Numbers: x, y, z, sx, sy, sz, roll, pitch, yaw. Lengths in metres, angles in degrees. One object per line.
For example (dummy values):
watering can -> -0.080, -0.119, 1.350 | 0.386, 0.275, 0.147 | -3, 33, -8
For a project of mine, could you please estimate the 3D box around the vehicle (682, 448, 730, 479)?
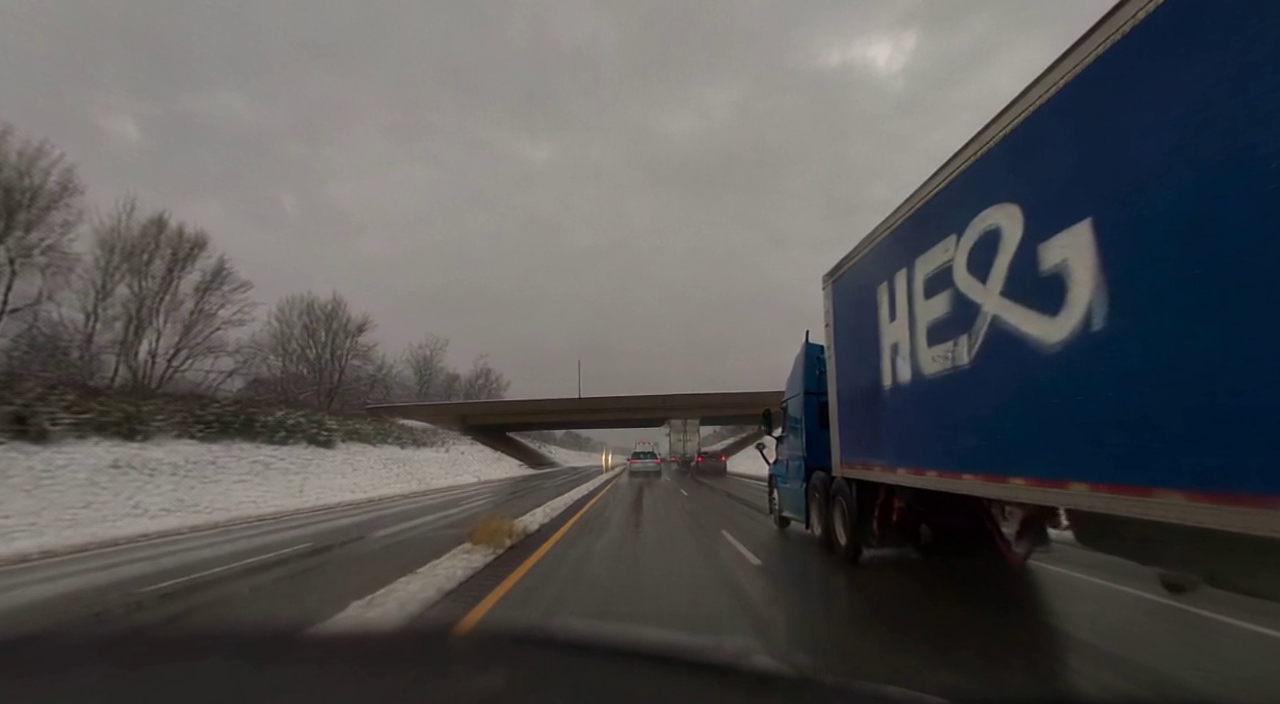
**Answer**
vehicle -> 3.370, 5.773, 32.812 | 1.972, 1.505, 3.946 | 0, -9, -1

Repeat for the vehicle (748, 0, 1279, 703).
vehicle -> 3.135, -0.227, 2.785 | 2.870, 4.056, 14.250 | -1, -9, 0

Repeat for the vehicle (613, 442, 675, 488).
vehicle -> 0.163, 4.476, 25.175 | 2.256, 1.615, 4.114 | -1, -9, 0
